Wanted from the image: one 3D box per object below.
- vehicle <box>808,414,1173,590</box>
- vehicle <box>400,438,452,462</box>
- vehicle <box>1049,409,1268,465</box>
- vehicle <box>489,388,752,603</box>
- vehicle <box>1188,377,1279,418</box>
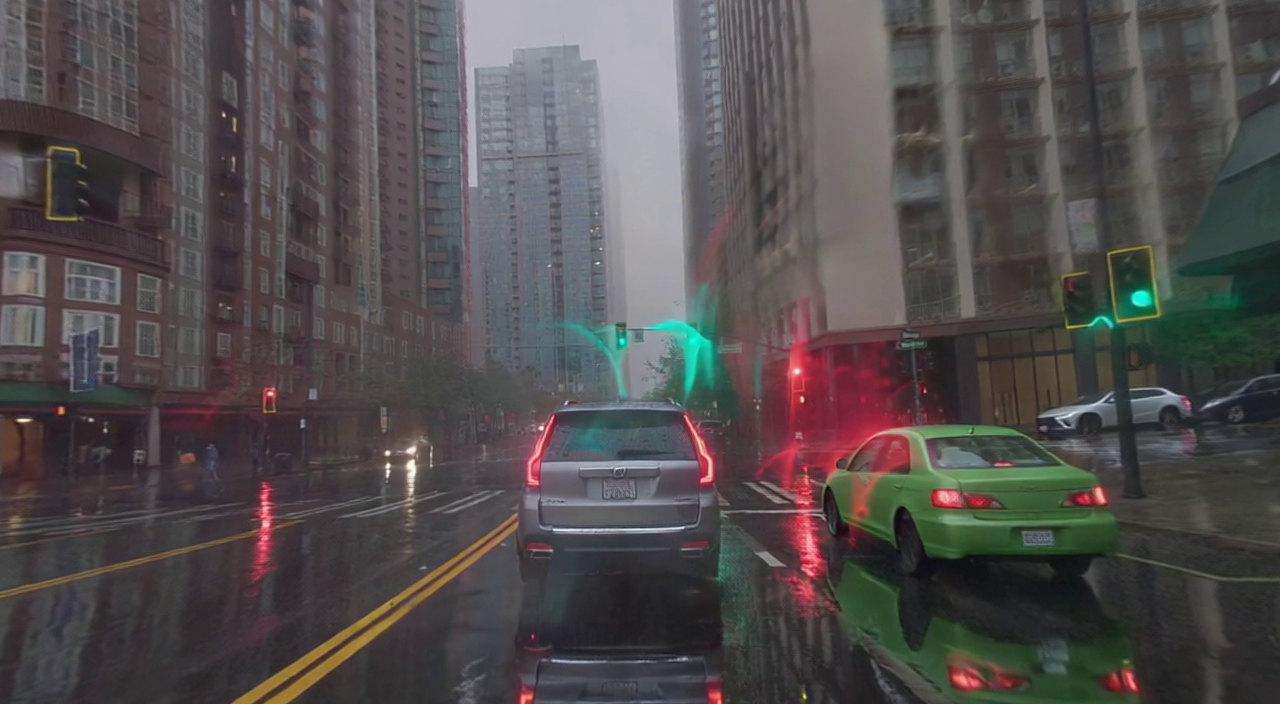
[{"bbox_3d":[3.695,1.660,7.889,1.987,1.538,4.510,0,-8,0],"label":"vehicle"},{"bbox_3d":[-16.033,7.352,47.606,2.132,1.710,4.504,0,-8,2],"label":"vehicle"},{"bbox_3d":[14.267,2.380,17.609,4.354,1.466,1.863,0,-8,2],"label":"vehicle"},{"bbox_3d":[-0.150,1.493,7.371,2.168,1.776,4.135,0,-8,0],"label":"vehicle"},{"bbox_3d":[26.562,1.981,27.164,4.287,1.639,1.729,0,-8,1],"label":"vehicle"}]
